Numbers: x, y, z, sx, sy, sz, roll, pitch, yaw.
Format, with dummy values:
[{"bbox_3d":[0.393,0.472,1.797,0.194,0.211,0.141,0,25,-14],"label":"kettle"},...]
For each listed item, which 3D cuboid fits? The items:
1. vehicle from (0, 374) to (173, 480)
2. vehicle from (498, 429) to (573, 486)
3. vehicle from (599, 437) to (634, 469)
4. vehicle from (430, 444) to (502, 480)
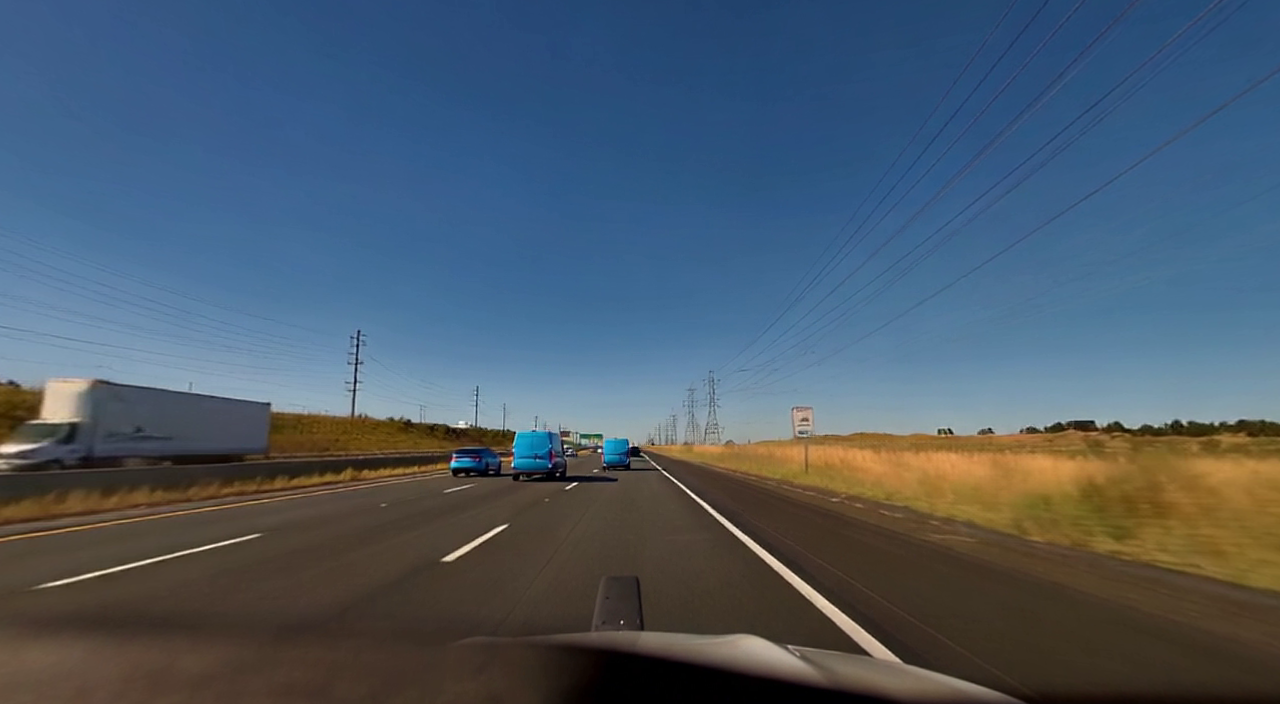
[{"bbox_3d":[-23.483,3.246,26.535,3.020,3.938,5.806,0,-9,-1],"label":"vehicle"},{"bbox_3d":[-3.995,4.143,25.054,2.145,2.010,4.980,0,-9,0],"label":"vehicle"},{"bbox_3d":[-1.583,6.874,42.842,2.197,2.011,5.130,0,-9,-2],"label":"vehicle"},{"bbox_3d":[-7.979,5.083,29.404,1.975,1.540,4.759,0,-9,0],"label":"vehicle"}]
